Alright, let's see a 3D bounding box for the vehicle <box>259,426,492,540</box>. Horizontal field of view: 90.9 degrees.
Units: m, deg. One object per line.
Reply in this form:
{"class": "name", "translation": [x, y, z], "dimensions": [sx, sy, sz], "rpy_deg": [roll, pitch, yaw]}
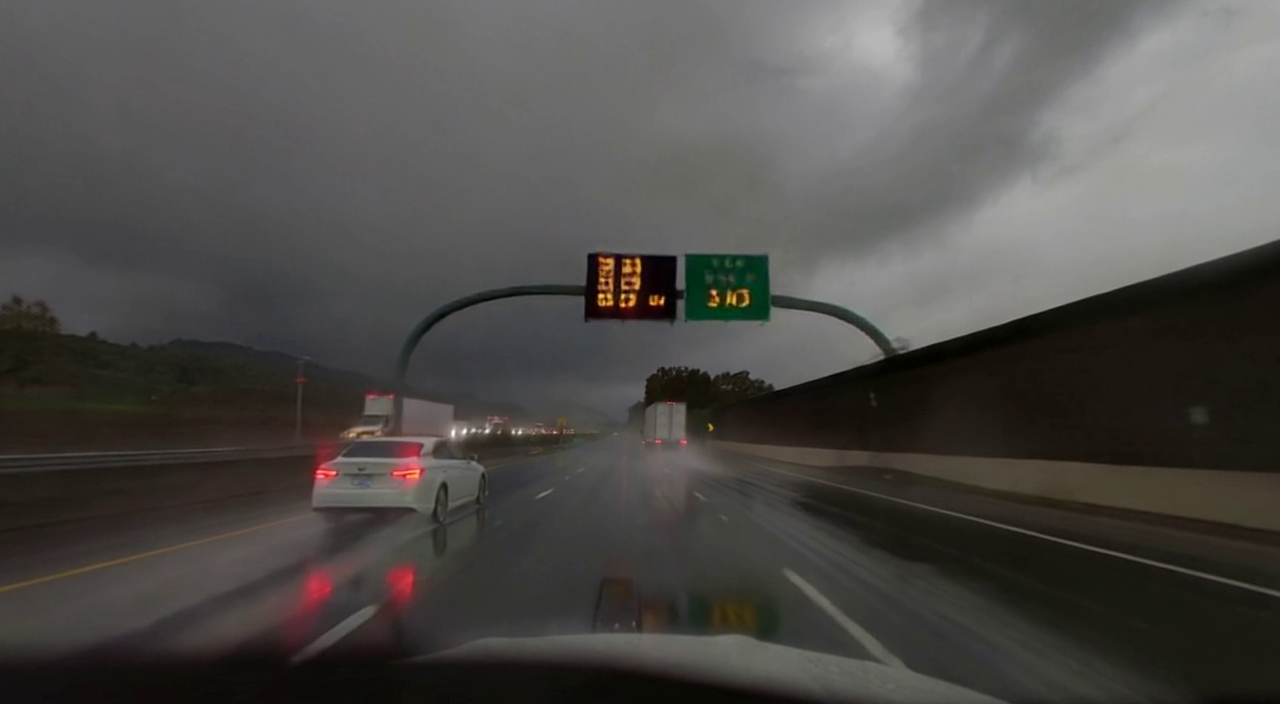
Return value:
{"class": "vehicle", "translation": [-3.931, 1.979, 10.359], "dimensions": [1.971, 1.444, 4.401], "rpy_deg": [0, -8, -1]}
